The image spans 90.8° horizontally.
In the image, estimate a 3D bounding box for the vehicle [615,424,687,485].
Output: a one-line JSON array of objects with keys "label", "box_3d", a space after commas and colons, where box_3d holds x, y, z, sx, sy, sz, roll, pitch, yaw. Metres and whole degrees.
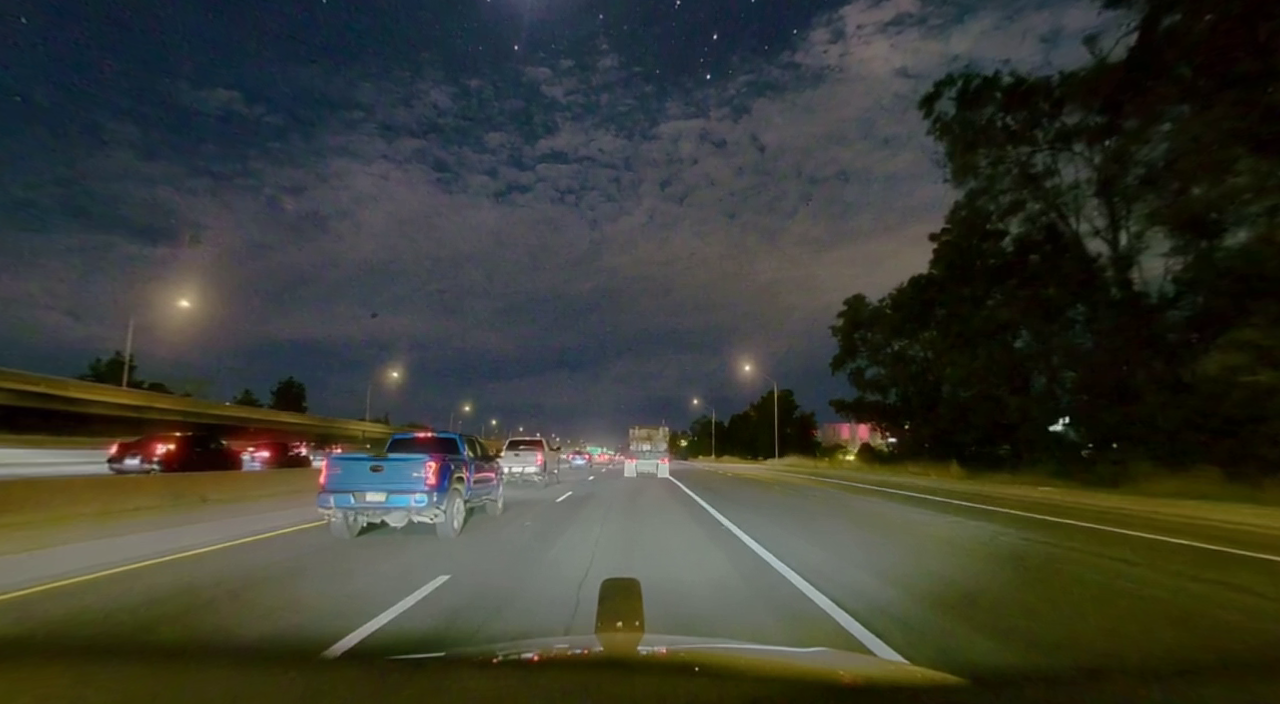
[{"label": "vehicle", "box_3d": [0.380, 4.744, 29.563, 2.886, 2.471, 7.692, 0, -9, -1]}]

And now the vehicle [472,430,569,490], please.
[{"label": "vehicle", "box_3d": [-4.331, 4.042, 24.018, 2.575, 1.958, 5.730, 0, -9, 0]}]

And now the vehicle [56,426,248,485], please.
[{"label": "vehicle", "box_3d": [-13.648, 2.929, 18.060, 1.828, 1.482, 4.204, -1, -9, 6]}]

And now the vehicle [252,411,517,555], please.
[{"label": "vehicle", "box_3d": [-3.797, 2.073, 10.746, 2.303, 1.835, 5.044, 0, -9, 1]}]

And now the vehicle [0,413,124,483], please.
[{"label": "vehicle", "box_3d": [-16.702, 2.516, 16.542, 2.030, 1.688, 4.755, -1, -9, 7]}]
